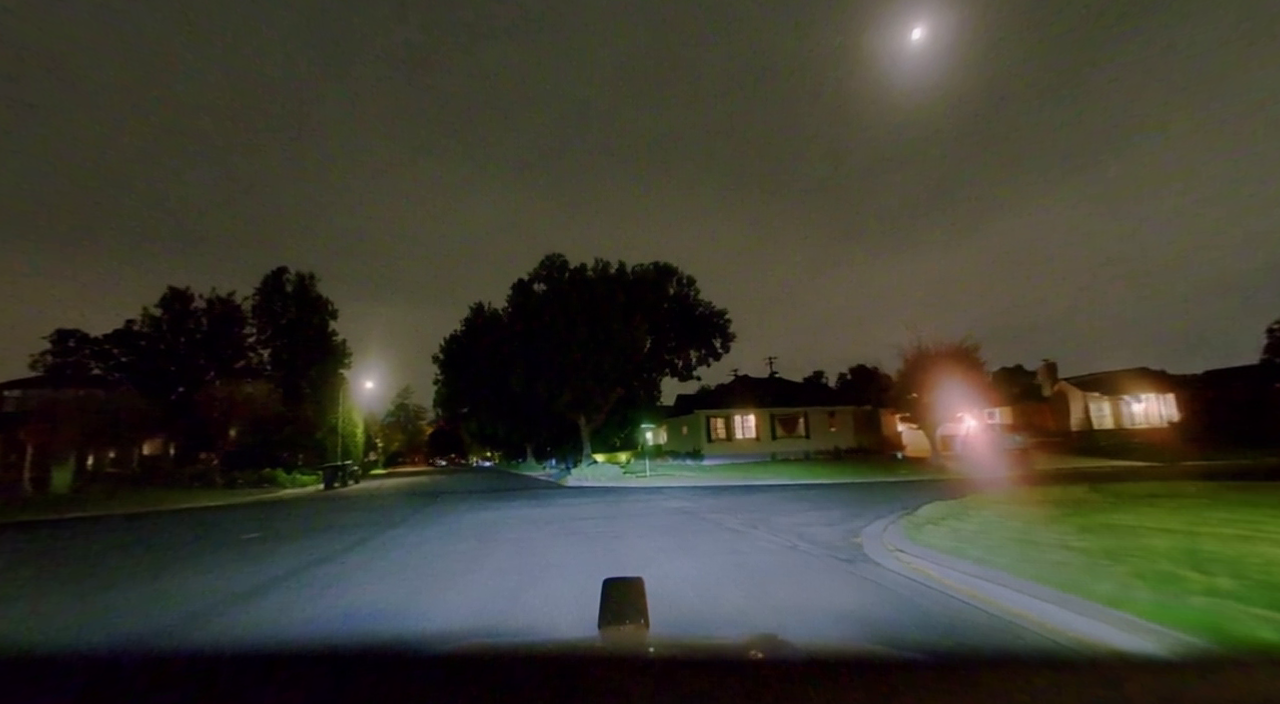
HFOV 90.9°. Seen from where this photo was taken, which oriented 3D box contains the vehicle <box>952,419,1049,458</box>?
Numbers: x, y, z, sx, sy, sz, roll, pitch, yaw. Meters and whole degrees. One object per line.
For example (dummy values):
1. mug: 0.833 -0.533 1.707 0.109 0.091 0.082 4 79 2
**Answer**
1. vehicle: 18.390 4.497 32.449 1.992 1.813 5.079 0 -9 0
